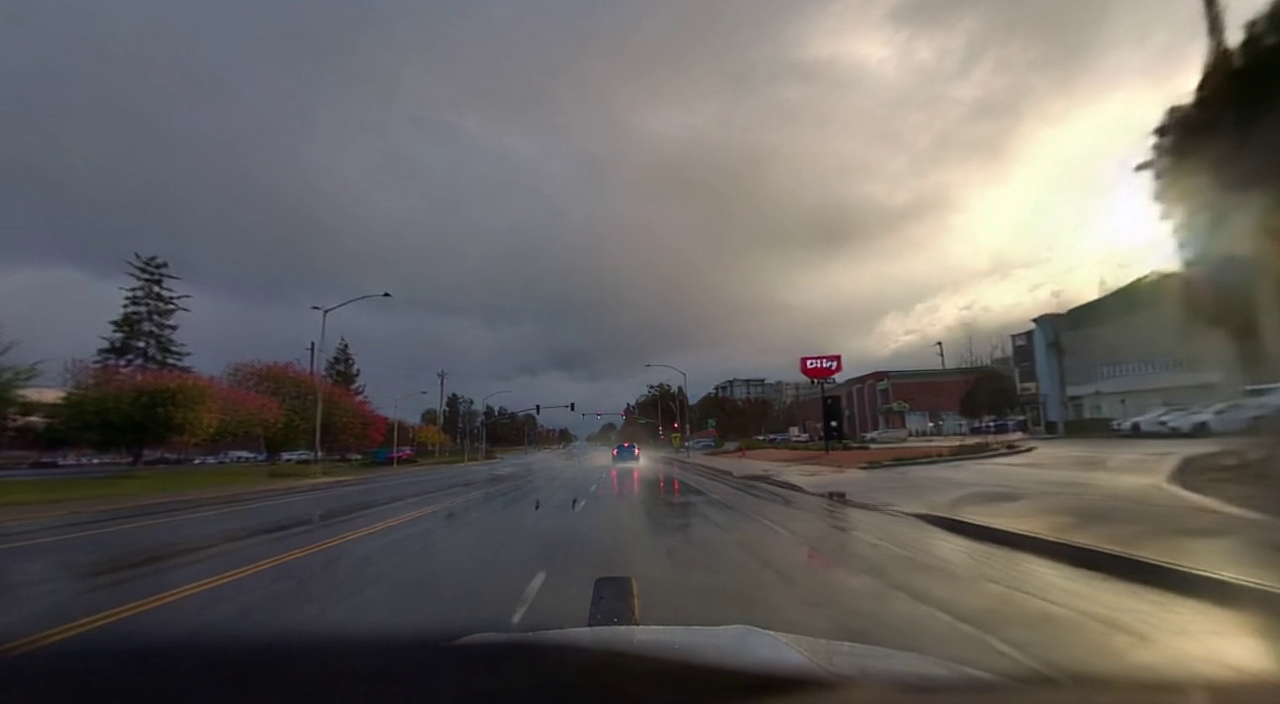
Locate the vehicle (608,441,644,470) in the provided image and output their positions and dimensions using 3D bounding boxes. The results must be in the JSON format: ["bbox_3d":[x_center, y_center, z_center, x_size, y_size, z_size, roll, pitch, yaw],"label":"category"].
[{"bbox_3d":[-0.846,6.297,38.532,2.024,1.628,4.774,0,-9,-1],"label":"vehicle"}]
